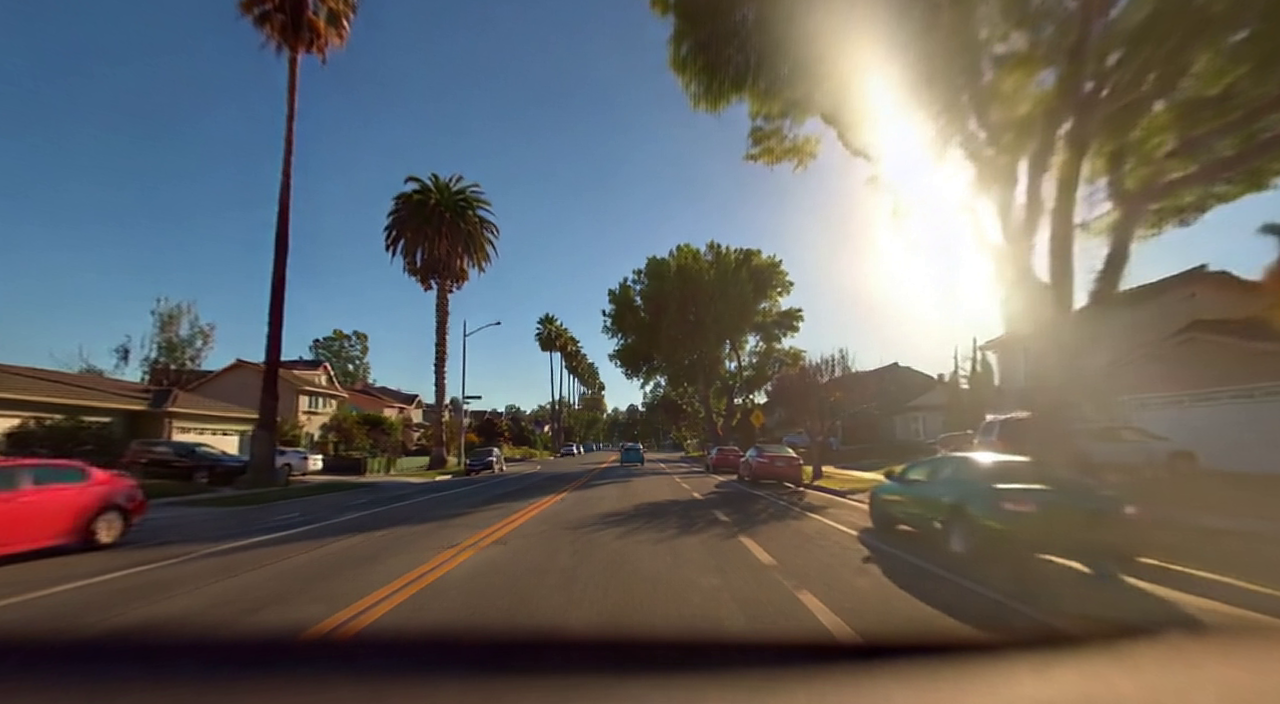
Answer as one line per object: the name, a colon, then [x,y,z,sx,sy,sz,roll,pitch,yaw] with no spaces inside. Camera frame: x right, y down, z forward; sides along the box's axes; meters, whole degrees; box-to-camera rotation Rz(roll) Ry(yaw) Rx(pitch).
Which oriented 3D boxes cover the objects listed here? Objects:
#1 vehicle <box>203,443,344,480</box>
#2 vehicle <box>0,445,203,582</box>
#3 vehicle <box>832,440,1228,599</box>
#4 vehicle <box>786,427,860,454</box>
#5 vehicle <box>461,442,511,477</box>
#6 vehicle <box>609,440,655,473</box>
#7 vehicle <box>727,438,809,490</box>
vehicle: [-15.817,4.730,27.467,4.654,1.490,2.381,0,-8,2]
vehicle: [-8.889,2.160,8.522,2.181,1.527,5.441,-2,-6,0]
vehicle: [4.529,1.981,8.671,2.033,1.495,5.175,0,-8,-2]
vehicle: [13.337,6.503,46.343,4.913,1.930,2.020,-1,-8,7]
vehicle: [-8.972,6.263,37.044,1.945,1.666,4.107,-3,-6,-1]
vehicle: [-0.403,5.123,31.147,2.098,1.483,4.099,0,-8,-1]
vehicle: [4.471,3.993,23.008,2.017,1.646,5.389,0,-8,2]
